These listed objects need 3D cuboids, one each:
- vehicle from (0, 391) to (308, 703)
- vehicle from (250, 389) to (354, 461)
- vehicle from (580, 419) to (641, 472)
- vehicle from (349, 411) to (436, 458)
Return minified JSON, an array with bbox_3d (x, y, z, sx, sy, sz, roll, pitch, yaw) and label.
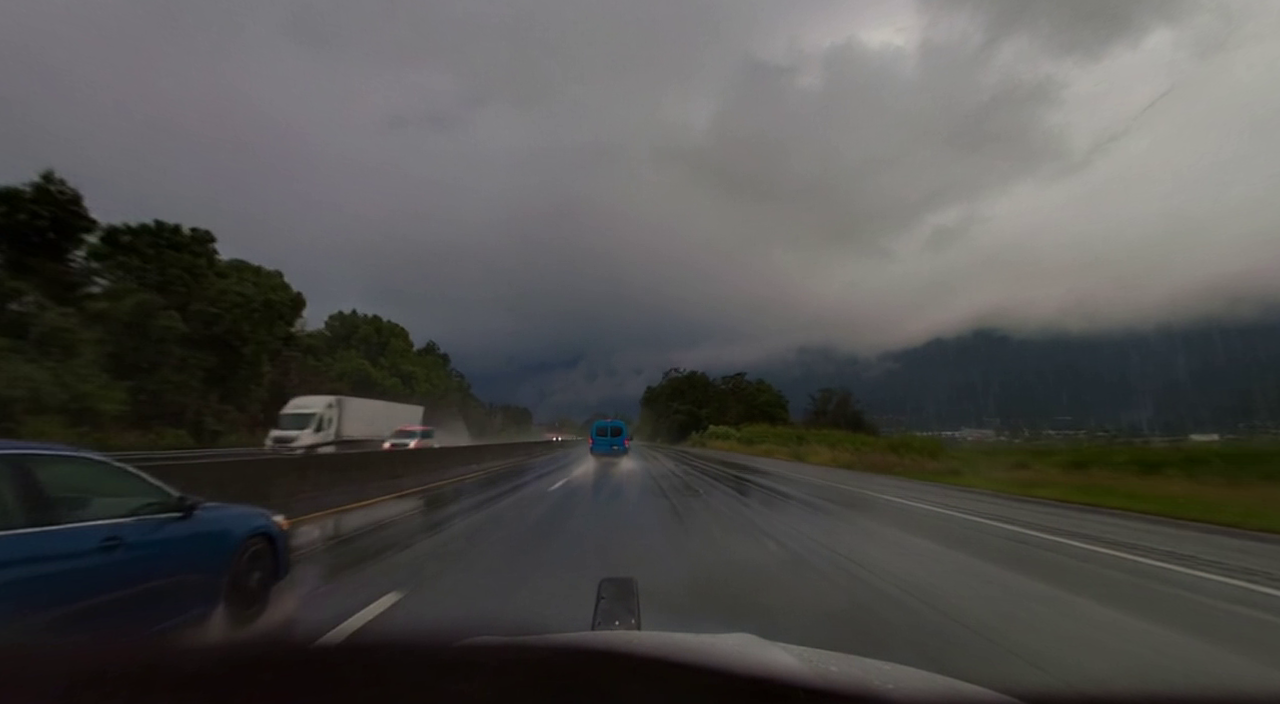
[{"bbox_3d":[-3.880,0.957,2.873,2.096,1.537,4.700,0,-7,1],"label":"vehicle"},{"bbox_3d":[-20.125,4.439,37.984,2.975,4.001,5.822,0,-8,-1],"label":"vehicle"},{"bbox_3d":[-1.133,3.902,26.482,2.297,2.011,4.736,0,-8,0],"label":"vehicle"},{"bbox_3d":[-11.915,4.034,30.797,2.201,2.108,5.177,0,-8,-1],"label":"vehicle"}]
